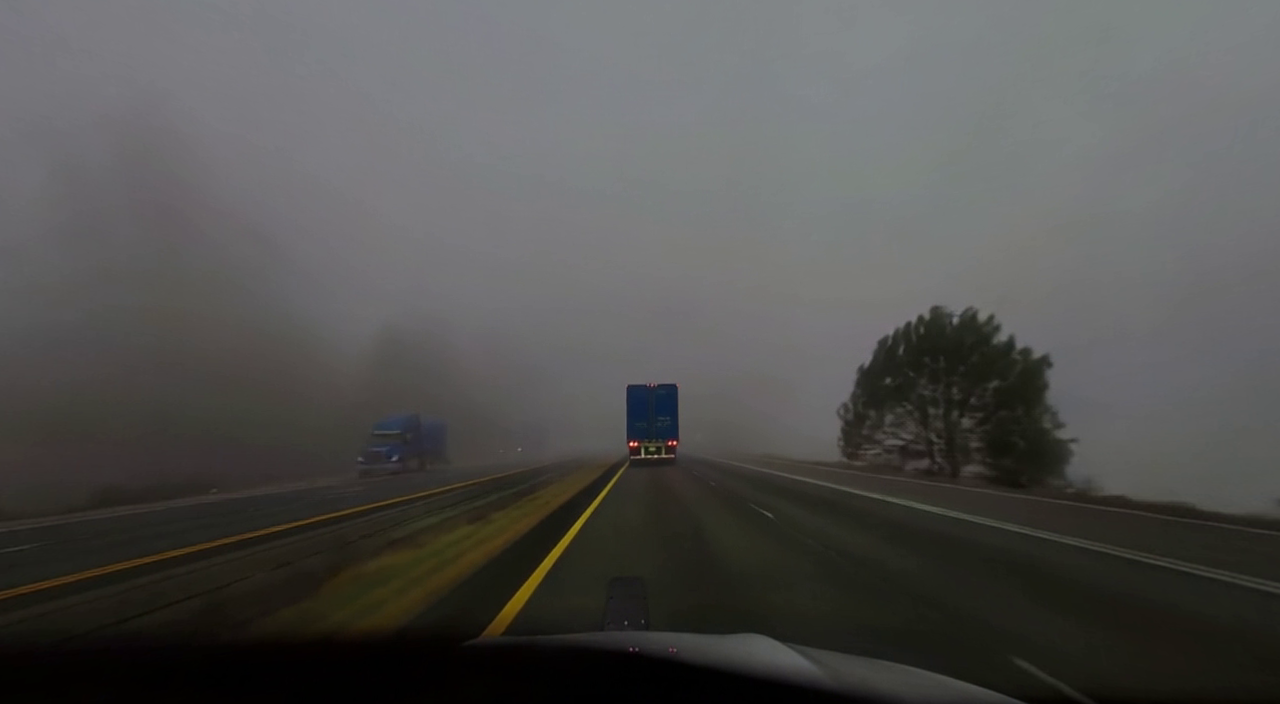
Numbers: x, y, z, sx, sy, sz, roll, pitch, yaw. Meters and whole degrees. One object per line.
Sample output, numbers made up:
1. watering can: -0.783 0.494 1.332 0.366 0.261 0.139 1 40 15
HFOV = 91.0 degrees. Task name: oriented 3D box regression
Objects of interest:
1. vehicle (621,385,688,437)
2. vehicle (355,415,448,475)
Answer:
1. vehicle: 0.539 2.533 26.059 2.509 1.890 4.732 0 -8 0
2. vehicle: -14.853 5.874 39.917 2.777 3.361 7.671 0 -8 1
